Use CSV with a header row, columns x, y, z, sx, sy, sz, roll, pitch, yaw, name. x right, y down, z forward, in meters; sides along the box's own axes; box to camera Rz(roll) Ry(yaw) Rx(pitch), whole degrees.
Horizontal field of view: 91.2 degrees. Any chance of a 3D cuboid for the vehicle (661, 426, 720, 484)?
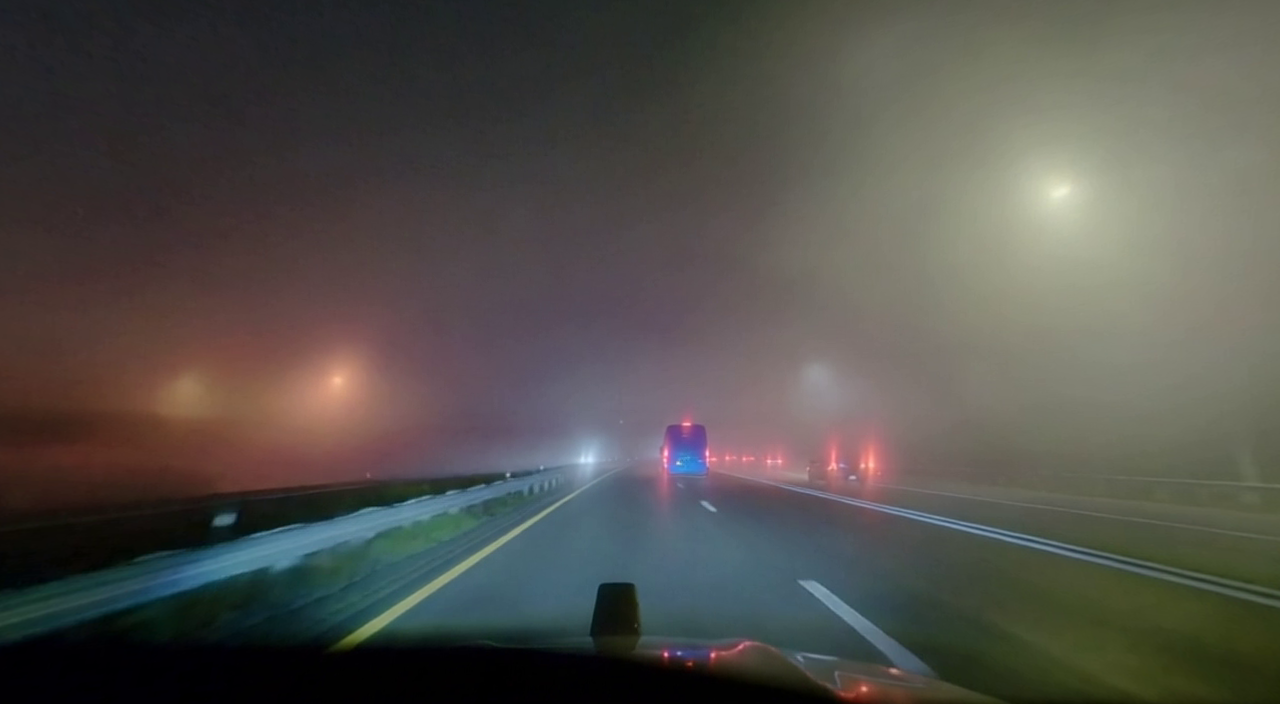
x,y,z,sx,sy,sz,roll,pitch,yaw,name
2.385,5.141,31.475,2.560,2.598,5.581,-1,-9,1,vehicle
